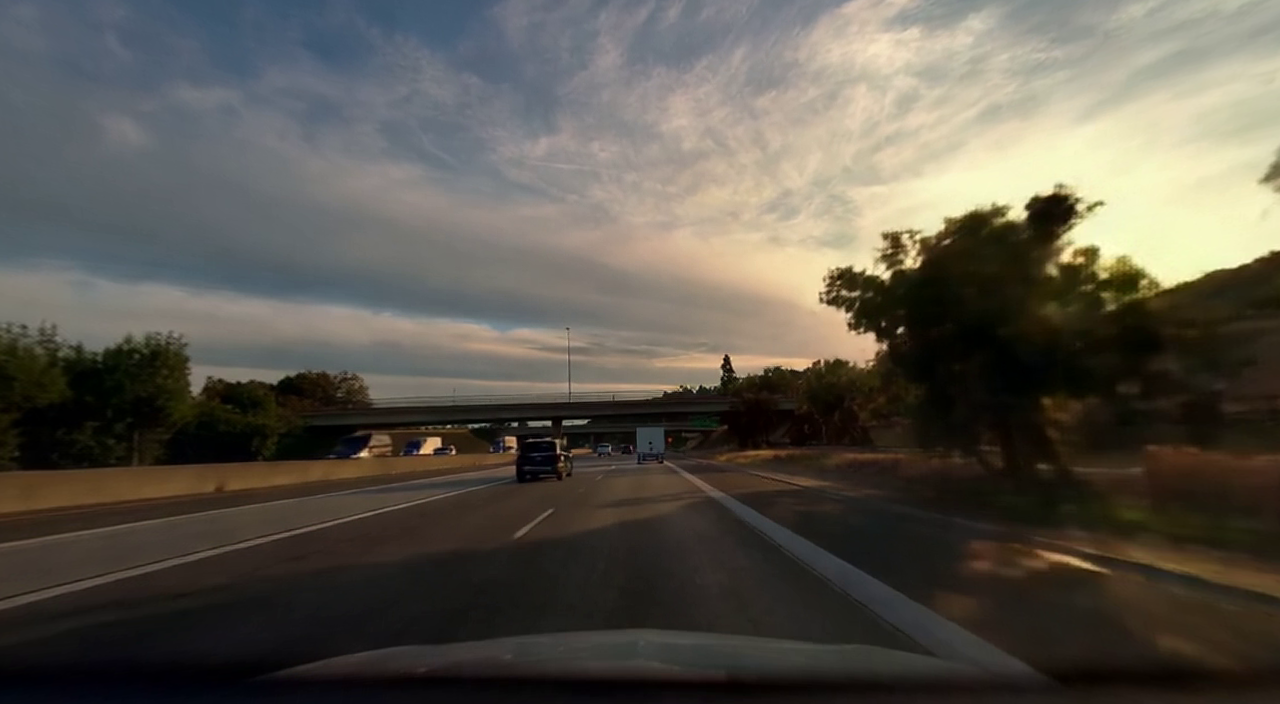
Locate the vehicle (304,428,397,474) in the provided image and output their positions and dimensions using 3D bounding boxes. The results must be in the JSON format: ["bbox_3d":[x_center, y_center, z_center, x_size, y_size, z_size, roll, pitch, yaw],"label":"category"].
[{"bbox_3d":[-16.504,5.717,36.372,2.629,2.384,5.546,0,-9,0],"label":"vehicle"}]

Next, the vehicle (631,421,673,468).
[{"bbox_3d":[0.756,6.797,46.041,2.790,3.075,7.414,0,-9,0],"label":"vehicle"}]

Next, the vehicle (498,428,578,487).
[{"bbox_3d":[-3.911,4.202,25.320,2.233,2.093,5.565,0,-9,0],"label":"vehicle"}]
